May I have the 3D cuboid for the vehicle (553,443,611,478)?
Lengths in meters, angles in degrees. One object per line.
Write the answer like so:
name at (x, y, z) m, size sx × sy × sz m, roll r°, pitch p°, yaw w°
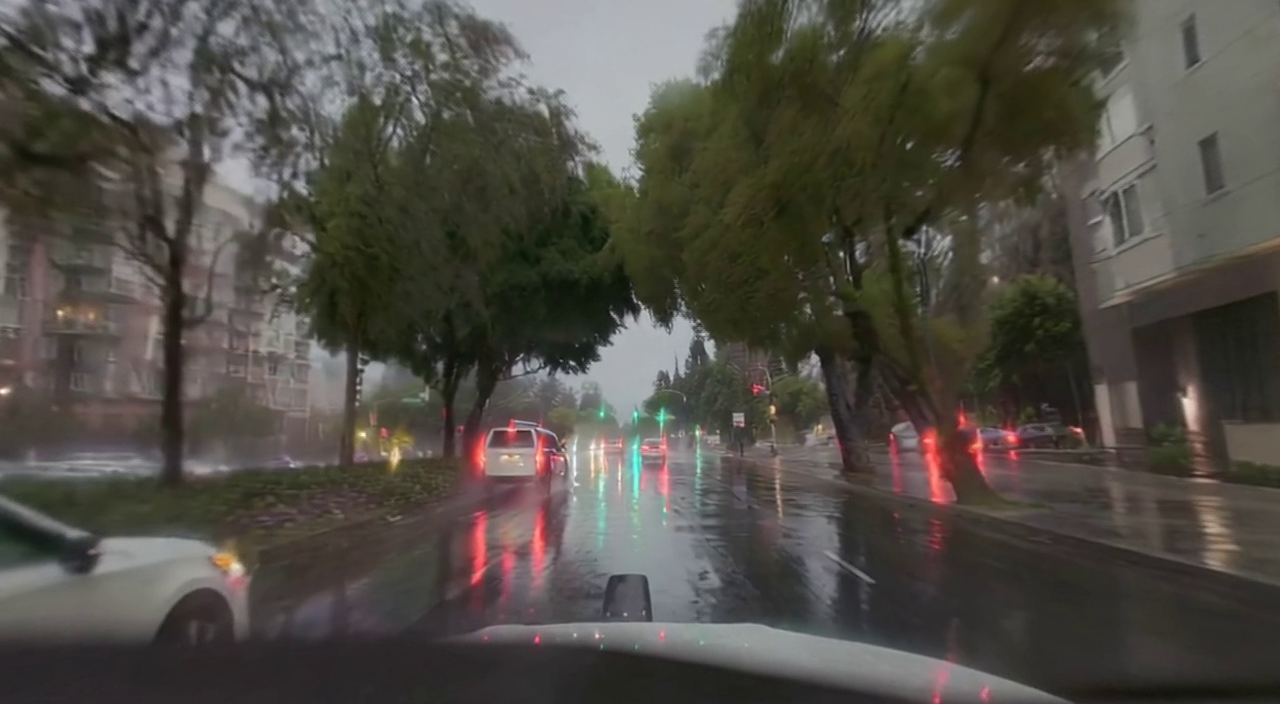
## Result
vehicle at (-2.588, 4.973, 29.236) m, size 2.246 × 1.481 × 4.146 m, roll 0°, pitch -9°, yaw 0°

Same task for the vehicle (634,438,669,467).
vehicle at (0.760, 6.672, 41.938) m, size 2.194 × 1.779 × 3.996 m, roll 0°, pitch -9°, yaw 0°

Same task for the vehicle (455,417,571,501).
vehicle at (-3.305, 2.912, 17.429) m, size 2.152 × 1.987 × 4.527 m, roll 0°, pitch -9°, yaw 1°

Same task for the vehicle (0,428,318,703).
vehicle at (-2.856, 0.880, 1.475) m, size 1.959 × 1.406 × 4.272 m, roll 0°, pitch -9°, yaw 0°
